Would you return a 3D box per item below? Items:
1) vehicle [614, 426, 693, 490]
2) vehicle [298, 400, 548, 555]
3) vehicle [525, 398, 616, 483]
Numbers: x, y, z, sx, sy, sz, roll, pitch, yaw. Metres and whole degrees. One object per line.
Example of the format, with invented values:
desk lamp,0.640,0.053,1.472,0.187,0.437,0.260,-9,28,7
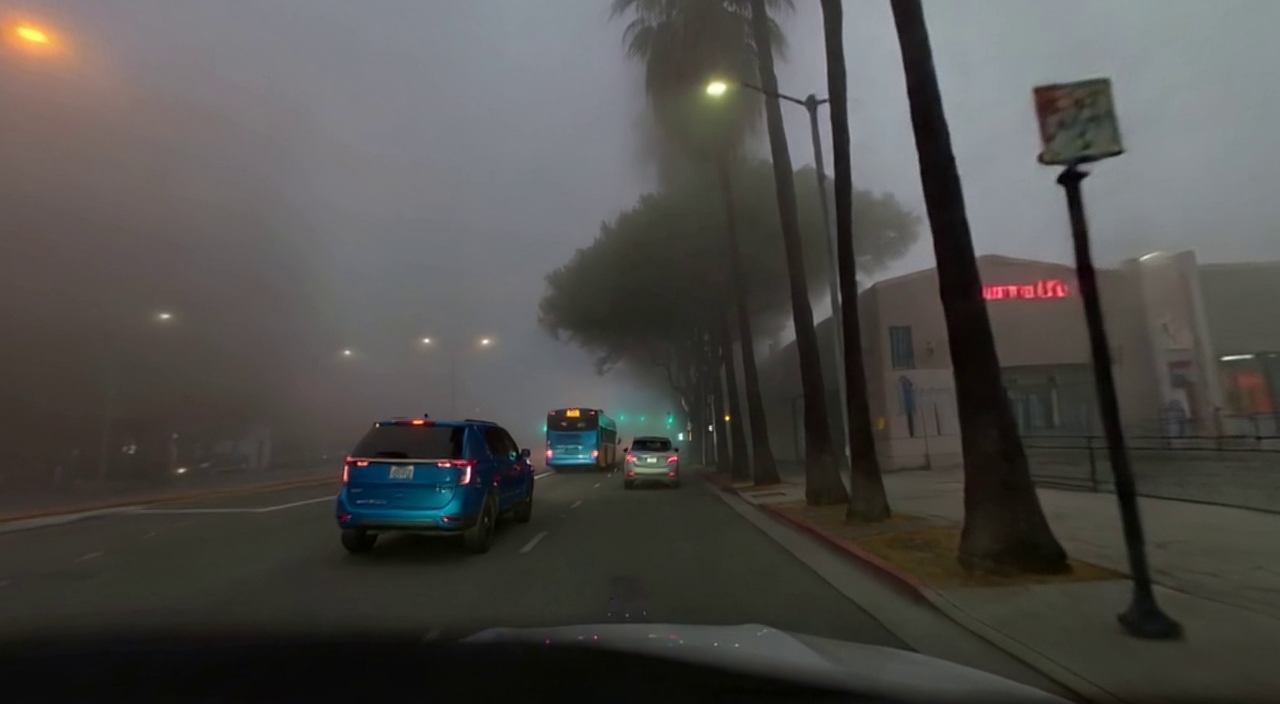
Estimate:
vehicle,0.377,3.164,19.087,2.120,1.727,3.917,0,-8,0
vehicle,-2.882,1.802,9.721,2.124,1.799,4.587,0,-8,1
vehicle,-2.701,3.837,27.229,2.775,3.064,8.297,0,-8,1
